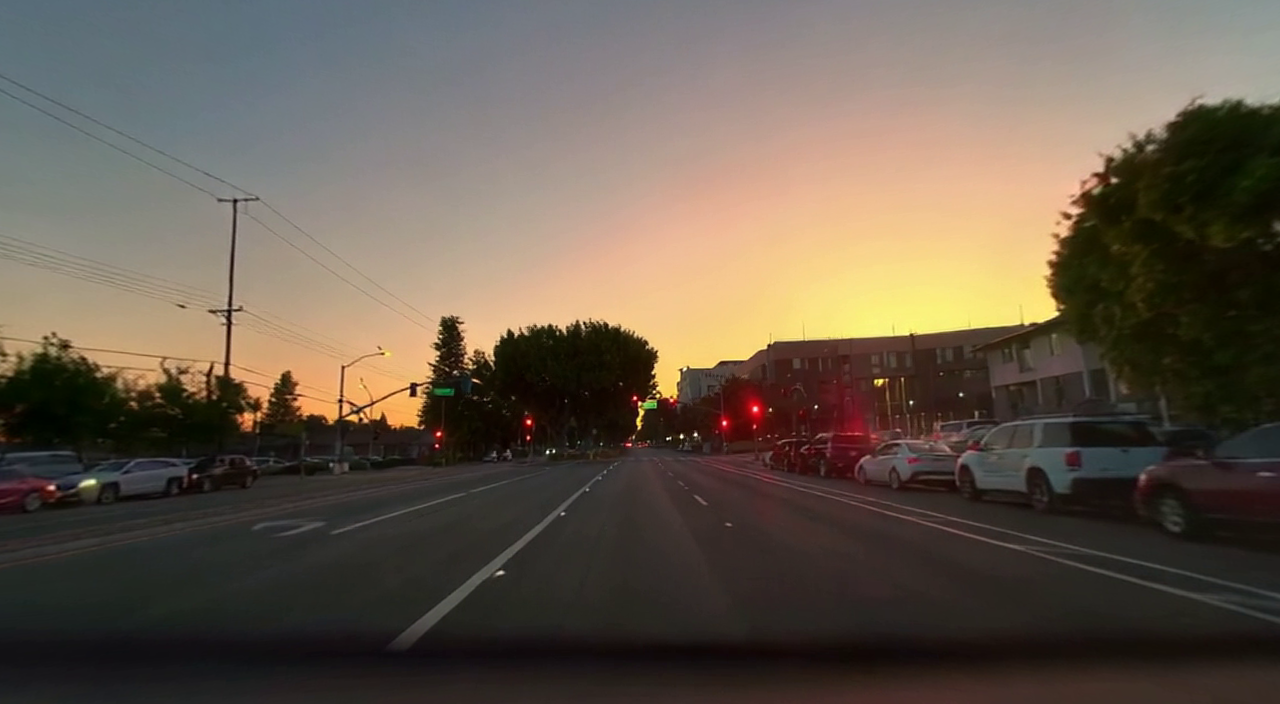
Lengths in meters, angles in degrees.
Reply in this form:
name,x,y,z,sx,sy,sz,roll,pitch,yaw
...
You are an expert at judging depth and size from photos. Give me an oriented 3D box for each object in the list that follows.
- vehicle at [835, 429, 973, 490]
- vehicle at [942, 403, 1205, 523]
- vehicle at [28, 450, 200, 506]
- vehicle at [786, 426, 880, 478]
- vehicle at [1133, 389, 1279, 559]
name,x,y,z,sx,sy,sz,roll,pitch,yaw
vehicle,7.892,3.267,19.488,1.987,1.628,4.712,0,-9,-3
vehicle,8.135,2.136,12.591,1.870,1.912,4.657,0,-9,0
vehicle,-22.287,5.312,27.267,2.328,1.929,6.055,-4,-9,0
vehicle,7.650,4.054,25.698,2.130,1.877,5.334,0,-9,0
vehicle,7.960,1.239,6.327,2.034,1.822,4.953,0,-9,0
